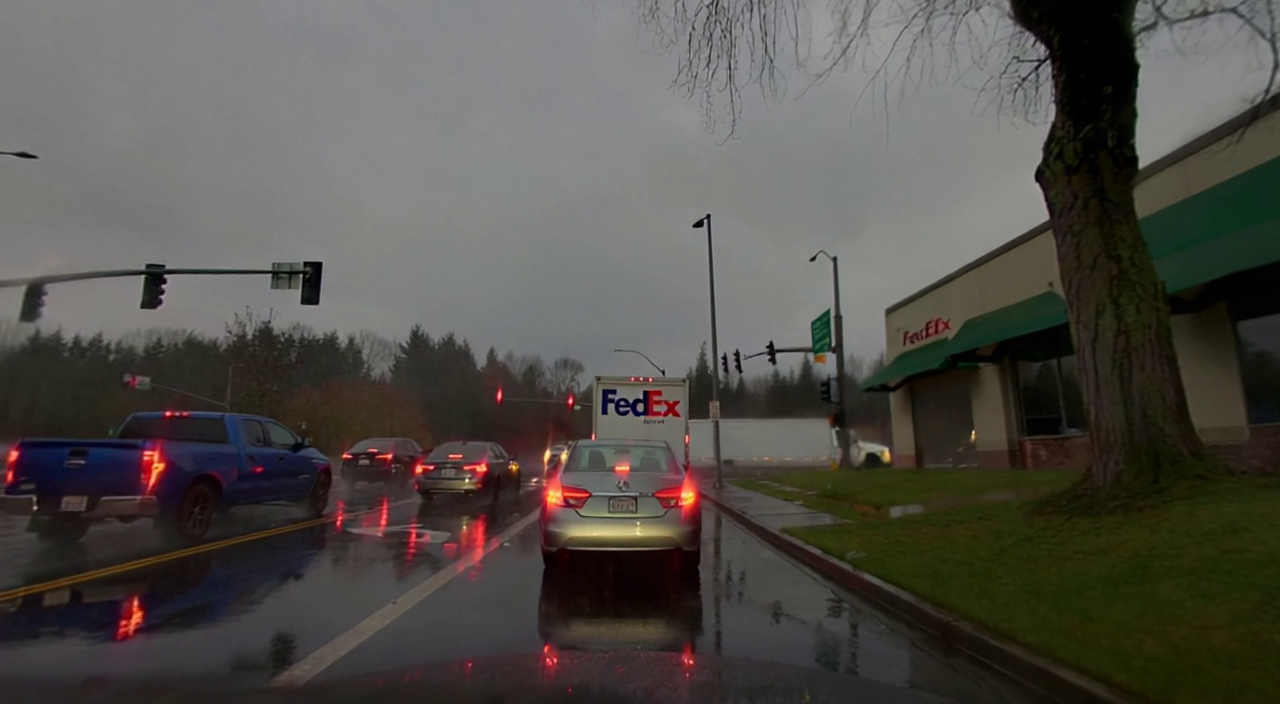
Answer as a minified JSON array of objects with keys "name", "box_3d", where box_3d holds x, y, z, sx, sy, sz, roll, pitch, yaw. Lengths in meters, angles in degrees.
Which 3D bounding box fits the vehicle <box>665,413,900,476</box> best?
[{"name":"vehicle","box_3d":[8.065,5.433,37.013,12.889,3.380,3.345,-1,-9,9]}]

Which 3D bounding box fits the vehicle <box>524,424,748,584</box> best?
[{"name":"vehicle","box_3d":[-0.037,1.786,8.239,2.145,1.513,4.269,0,-9,0]}]

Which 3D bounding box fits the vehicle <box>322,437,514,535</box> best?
[{"name":"vehicle","box_3d":[-3.867,2.400,11.926,1.949,1.487,4.390,0,-9,1]}]

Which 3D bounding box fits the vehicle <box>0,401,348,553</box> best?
[{"name":"vehicle","box_3d":[-7.292,1.985,10.720,2.125,1.893,5.498,0,-9,-2]}]
